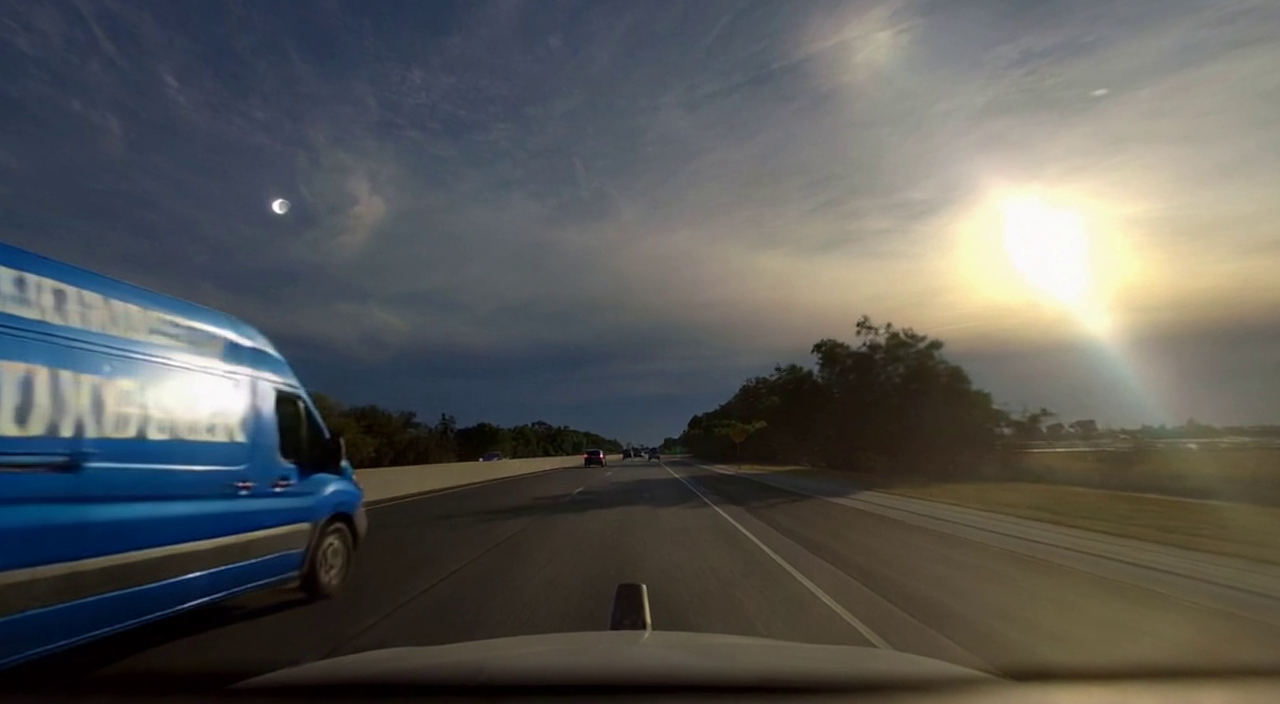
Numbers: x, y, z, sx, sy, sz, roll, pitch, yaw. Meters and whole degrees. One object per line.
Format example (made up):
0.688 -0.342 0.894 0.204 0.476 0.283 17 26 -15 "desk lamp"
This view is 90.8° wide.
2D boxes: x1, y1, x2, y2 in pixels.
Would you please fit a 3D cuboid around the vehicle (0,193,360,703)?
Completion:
-3.746 0.626 2.968 2.360 2.367 5.223 0 -9 1 "vehicle"
